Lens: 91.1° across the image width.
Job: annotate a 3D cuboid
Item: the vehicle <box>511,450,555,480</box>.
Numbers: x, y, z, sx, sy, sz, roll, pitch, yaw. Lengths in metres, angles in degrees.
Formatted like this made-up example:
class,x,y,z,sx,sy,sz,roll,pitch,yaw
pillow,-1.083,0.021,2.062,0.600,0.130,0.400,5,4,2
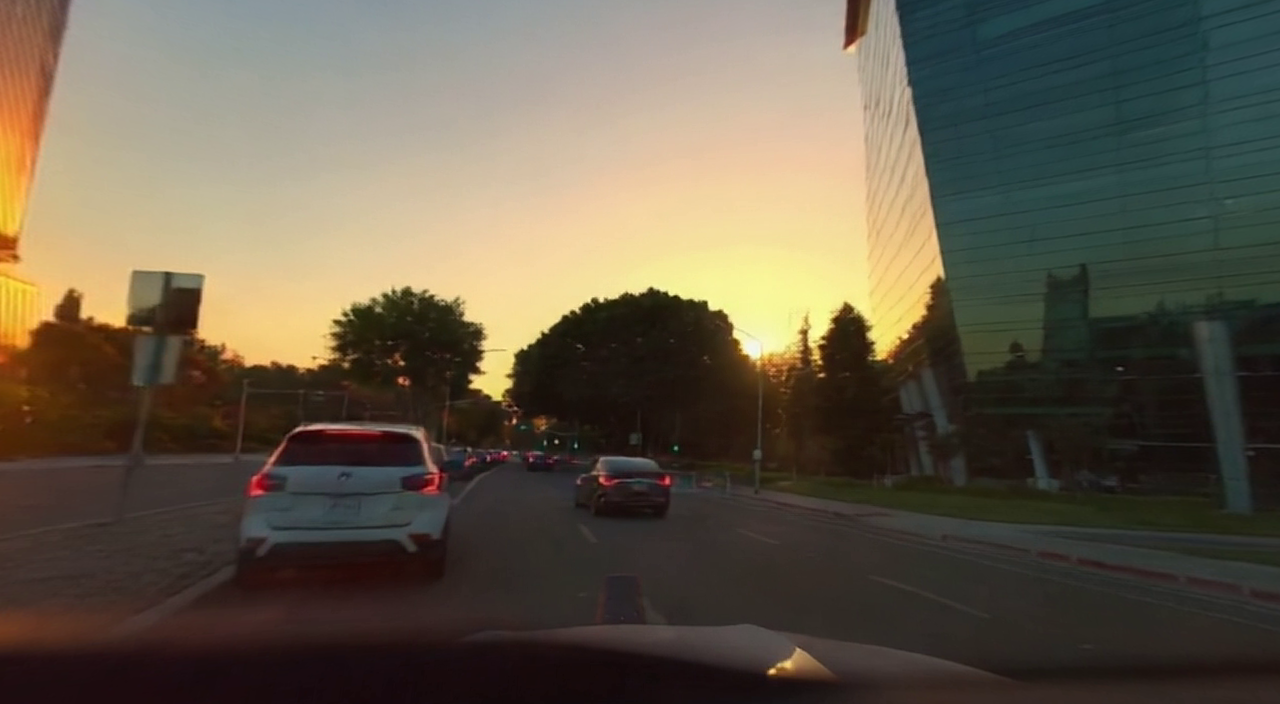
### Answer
class,x,y,z,sx,sy,sz,roll,pitch,yaw
vehicle,-7.034,7.304,40.840,2.301,1.716,4.856,5,-10,-14

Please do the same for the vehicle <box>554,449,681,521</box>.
class,x,y,z,sx,sy,sz,roll,pitch,yaw
vehicle,-0.809,3.517,17.212,2.205,1.537,4.895,7,-10,-16

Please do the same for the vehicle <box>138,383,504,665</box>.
class,x,y,z,sx,sy,sz,roll,pitch,yaw
vehicle,-2.974,1.510,6.820,2.275,1.819,4.883,3,-9,-19
